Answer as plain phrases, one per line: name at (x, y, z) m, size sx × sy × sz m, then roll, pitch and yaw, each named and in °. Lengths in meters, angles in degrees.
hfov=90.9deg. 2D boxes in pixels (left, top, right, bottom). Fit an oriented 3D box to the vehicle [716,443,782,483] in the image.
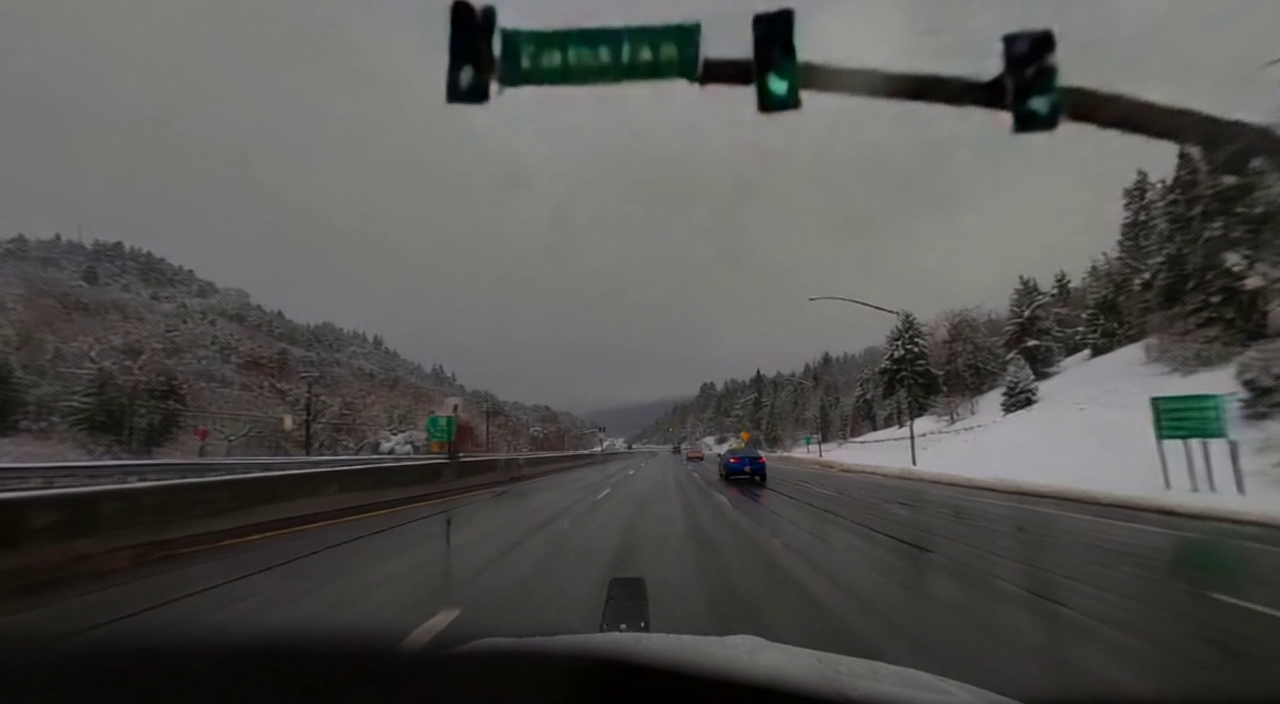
vehicle at (4.331, 4.453, 25.688) m, size 1.916 × 1.469 × 4.481 m, roll 0°, pitch -8°, yaw 0°
